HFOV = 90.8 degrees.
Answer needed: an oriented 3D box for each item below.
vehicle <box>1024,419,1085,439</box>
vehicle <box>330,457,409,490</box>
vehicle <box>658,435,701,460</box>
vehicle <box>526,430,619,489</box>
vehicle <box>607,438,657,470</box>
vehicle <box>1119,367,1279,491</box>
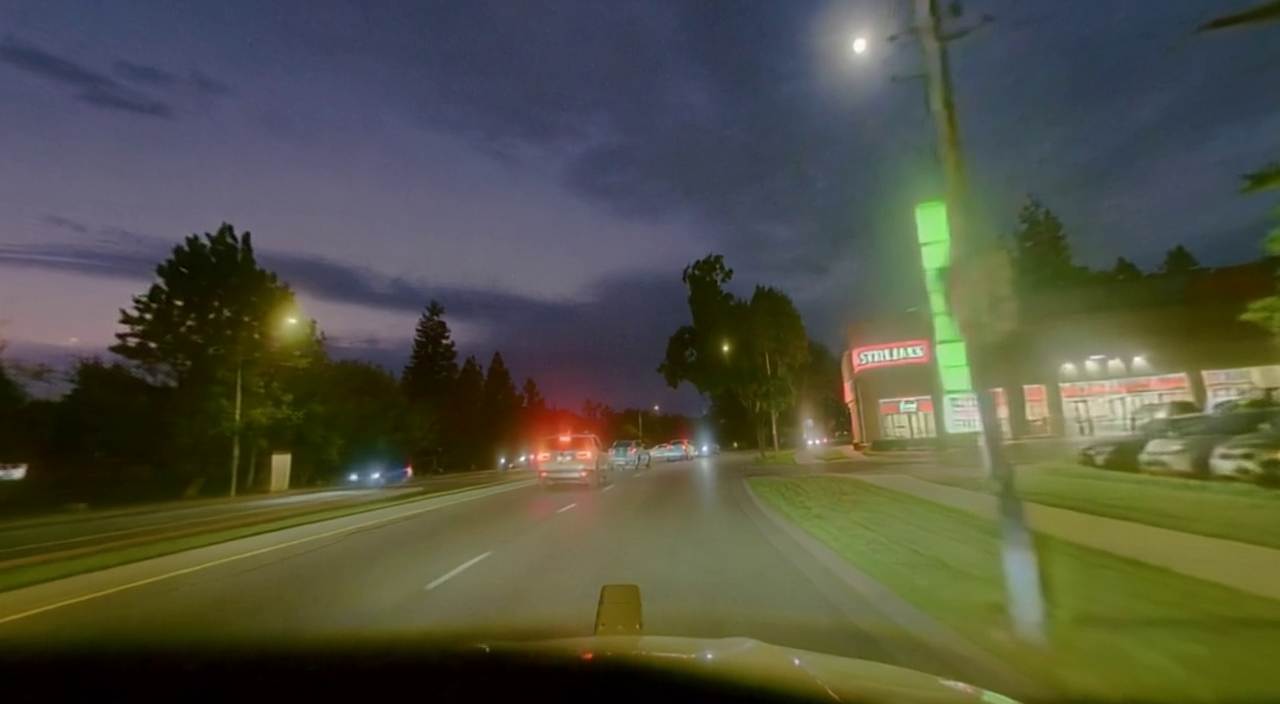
[{"bbox_3d":[31.628,5.926,48.199,4.106,1.450,1.901,4,-9,-26],"label":"vehicle"},{"bbox_3d":[-14.883,6.695,35.084,1.861,1.482,4.434,-5,-9,11],"label":"vehicle"},{"bbox_3d":[3.060,7.268,48.119,2.167,1.832,4.679,-3,-9,18],"label":"vehicle"},{"bbox_3d":[-2.268,3.802,22.682,2.168,1.783,4.695,-3,-9,8],"label":"vehicle"},{"bbox_3d":[-0.376,5.672,35.458,2.002,1.664,4.113,-2,-8,11],"label":"vehicle"},{"bbox_3d":[11.820,1.349,11.041,5.004,1.938,2.221,0,-8,1],"label":"vehicle"}]
